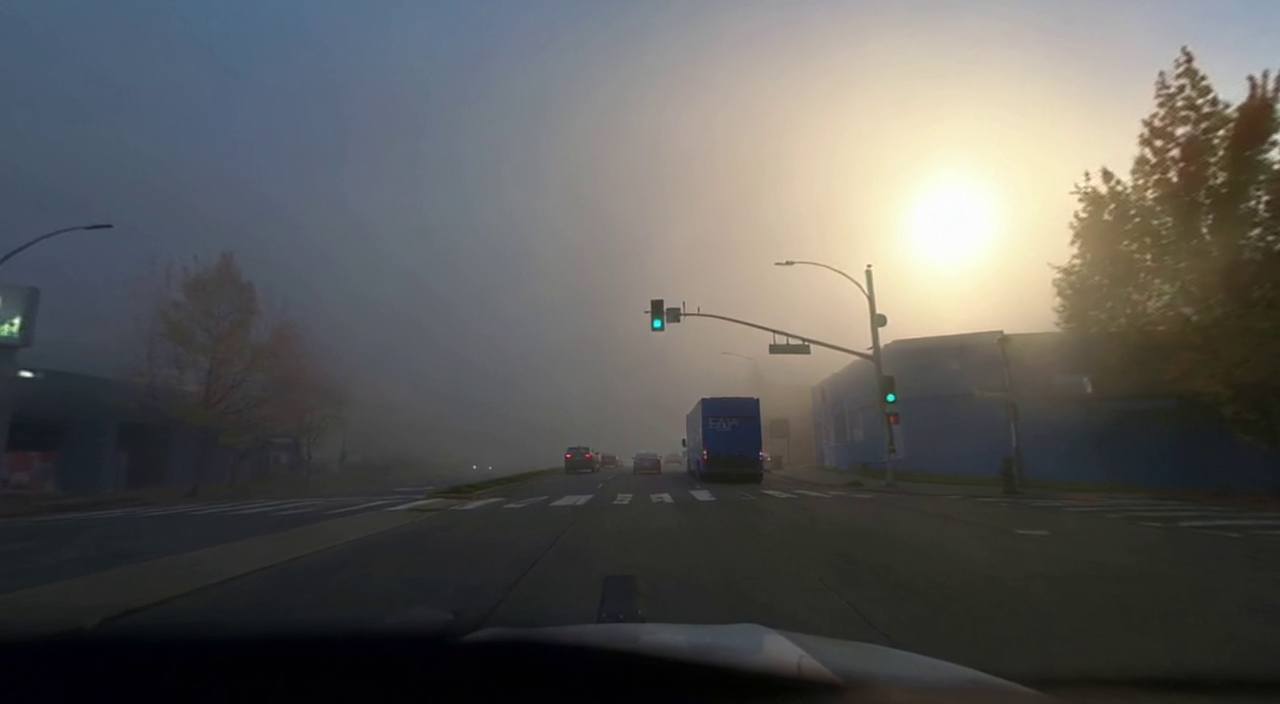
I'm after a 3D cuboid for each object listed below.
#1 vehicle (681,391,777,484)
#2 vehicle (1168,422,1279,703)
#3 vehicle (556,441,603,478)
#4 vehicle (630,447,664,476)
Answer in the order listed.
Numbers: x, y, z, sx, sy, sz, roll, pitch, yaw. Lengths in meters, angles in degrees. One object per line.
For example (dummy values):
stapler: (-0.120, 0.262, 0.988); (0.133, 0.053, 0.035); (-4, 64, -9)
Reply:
vehicle: (3.902, 4.223, 30.612); (3.003, 3.680, 10.684); (0, -9, -1)
vehicle: (3.689, 0.726, 0.731); (1.915, 1.449, 4.970); (0, -9, 1)
vehicle: (-3.314, 5.954, 35.184); (2.035, 1.867, 4.607); (-1, -9, 2)
vehicle: (0.407, 6.211, 35.958); (1.846, 1.528, 4.348); (0, -9, 1)
